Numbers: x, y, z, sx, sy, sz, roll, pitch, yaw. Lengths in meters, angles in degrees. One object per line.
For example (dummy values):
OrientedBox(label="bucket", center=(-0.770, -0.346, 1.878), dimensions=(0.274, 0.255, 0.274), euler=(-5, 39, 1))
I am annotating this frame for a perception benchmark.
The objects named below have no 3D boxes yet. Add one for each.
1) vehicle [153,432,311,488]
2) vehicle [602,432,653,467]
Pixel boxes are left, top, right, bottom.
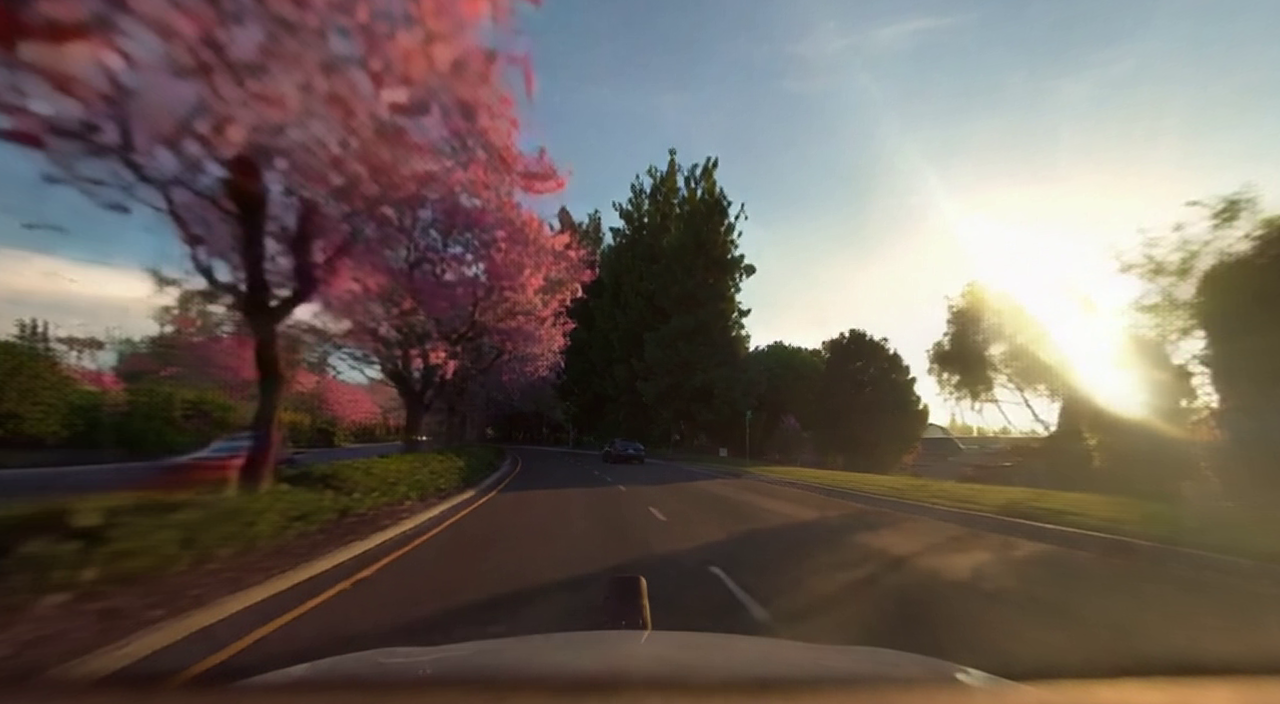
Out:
OrientedBox(label="vehicle", center=(-12.073, 3.211, 19.040), dimensions=(2.067, 1.468, 4.665), euler=(1, -9, -6))
OrientedBox(label="vehicle", center=(-0.817, 5.600, 36.138), dimensions=(2.166, 1.828, 4.607), euler=(2, -9, -11))
